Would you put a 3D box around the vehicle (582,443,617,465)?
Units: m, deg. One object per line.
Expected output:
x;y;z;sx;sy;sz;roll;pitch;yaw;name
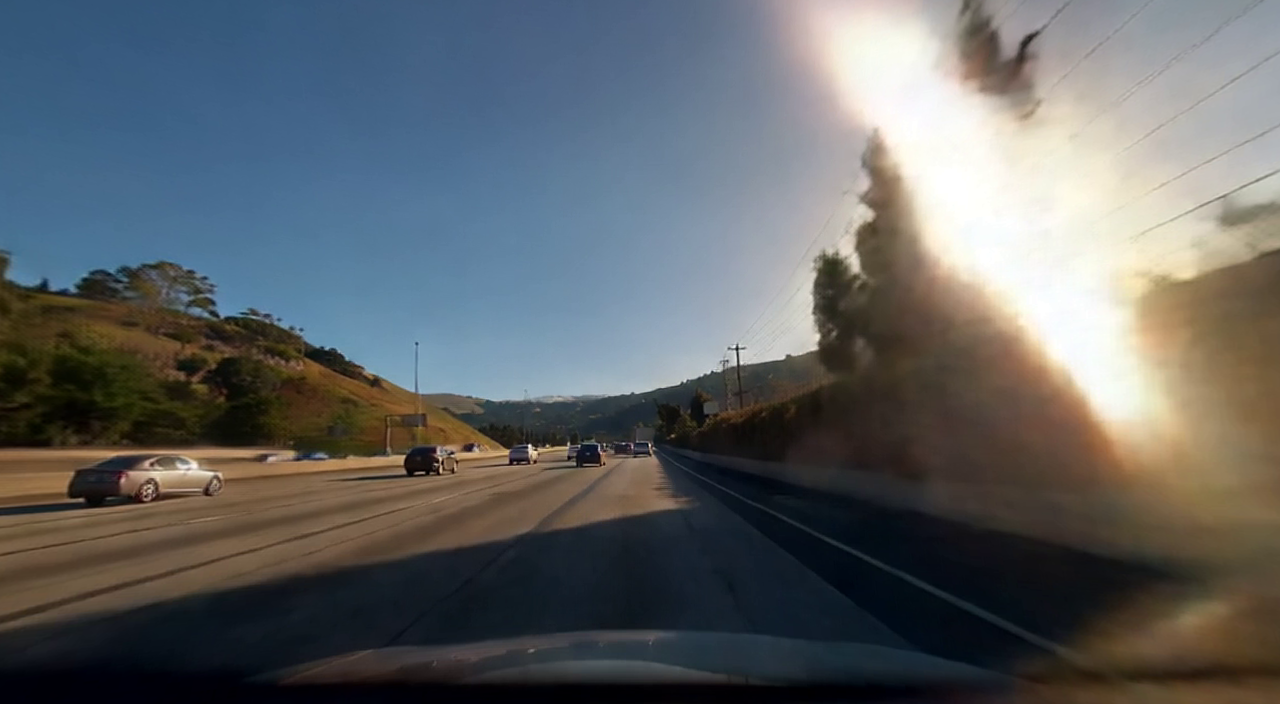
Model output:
-2.728;7.085;43.816;2.064;1.446;4.409;0;-9;1;vehicle

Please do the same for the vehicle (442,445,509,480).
-7.447;5.014;28.986;1.899;1.472;4.202;0;-9;1;vehicle

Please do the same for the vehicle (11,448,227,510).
-14.350;3.478;17.874;1.885;1.474;4.849;0;-9;1;vehicle

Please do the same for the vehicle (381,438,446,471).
-14.347;6.525;40.289;2.172;1.946;5.017;0;-9;1;vehicle
